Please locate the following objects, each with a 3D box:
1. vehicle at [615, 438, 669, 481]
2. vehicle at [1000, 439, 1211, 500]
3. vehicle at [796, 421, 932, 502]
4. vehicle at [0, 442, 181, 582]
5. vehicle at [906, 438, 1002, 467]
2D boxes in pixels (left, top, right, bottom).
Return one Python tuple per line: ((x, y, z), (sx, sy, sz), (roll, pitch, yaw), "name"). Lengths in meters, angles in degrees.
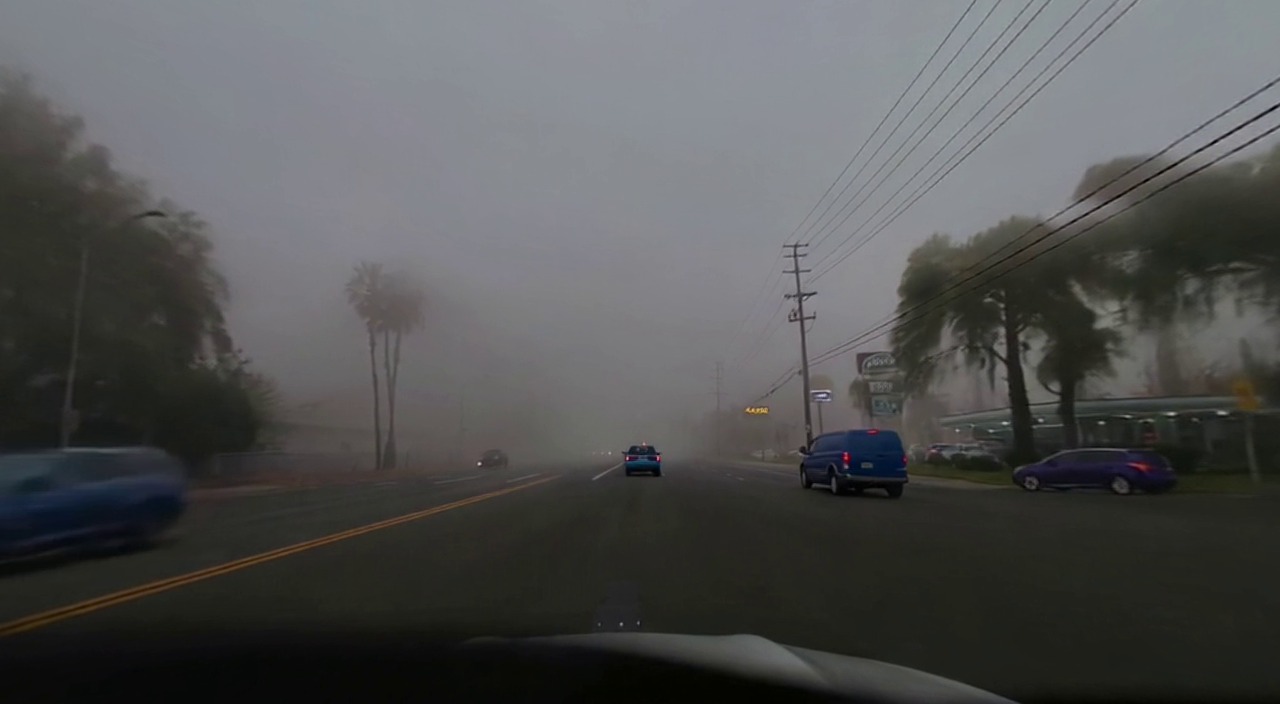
((0.070, 4.547, 27.004), (2.138, 1.672, 4.168), (0, -8, 0), "vehicle")
((12.749, 3.217, 17.678), (4.400, 1.507, 2.009), (-4, -10, 27), "vehicle")
((5.975, 2.979, 17.525), (2.107, 1.928, 4.471), (0, -8, 0), "vehicle")
((-8.093, 1.805, 7.202), (2.004, 1.535, 4.853), (0, -8, 0), "vehicle")
((18.212, 5.846, 36.695), (4.490, 1.604, 2.089), (1, -8, 1), "vehicle")
